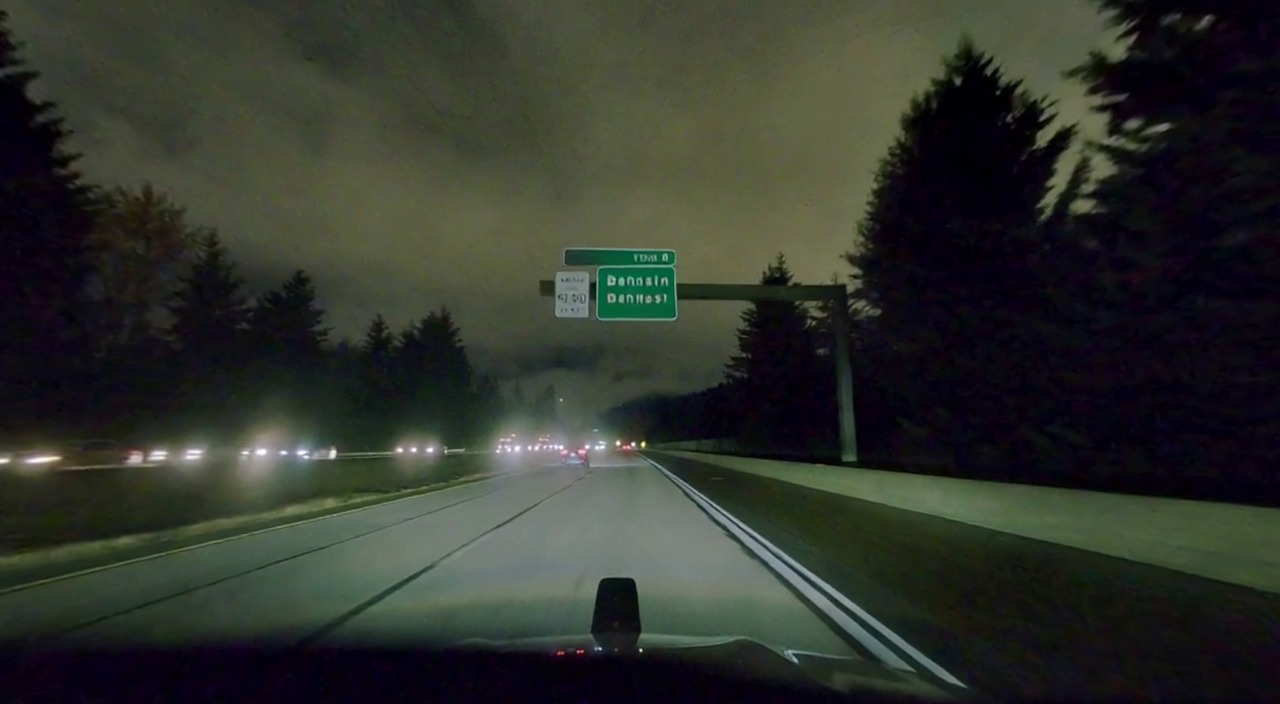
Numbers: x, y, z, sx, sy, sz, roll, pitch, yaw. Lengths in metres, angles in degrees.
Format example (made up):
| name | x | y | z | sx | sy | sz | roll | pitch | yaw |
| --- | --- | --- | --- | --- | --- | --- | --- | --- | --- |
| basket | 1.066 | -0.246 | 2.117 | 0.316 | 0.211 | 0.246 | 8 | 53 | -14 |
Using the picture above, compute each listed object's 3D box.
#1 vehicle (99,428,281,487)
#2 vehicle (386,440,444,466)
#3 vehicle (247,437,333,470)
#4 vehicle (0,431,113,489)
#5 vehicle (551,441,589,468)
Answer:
| name | x | y | z | sx | sy | sz | roll | pitch | yaw |
| --- | --- | --- | --- | --- | --- | --- | --- | --- | --- |
| vehicle | -13.098 | 3.126 | 18.738 | 1.951 | 1.520 | 4.759 | 0 | -9 | 0 |
| vehicle | -13.361 | 6.035 | 37.487 | 1.962 | 1.459 | 4.239 | 0 | -9 | -1 |
| vehicle | -17.484 | 5.080 | 31.561 | 2.077 | 1.531 | 4.043 | 0 | -9 | -1 |
| vehicle | -17.616 | 2.996 | 17.460 | 1.946 | 1.479 | 4.538 | 0 | -9 | -1 |
| vehicle | -4.542 | 6.744 | 41.428 | 2.098 | 1.692 | 4.038 | 0 | -9 | -1 |
